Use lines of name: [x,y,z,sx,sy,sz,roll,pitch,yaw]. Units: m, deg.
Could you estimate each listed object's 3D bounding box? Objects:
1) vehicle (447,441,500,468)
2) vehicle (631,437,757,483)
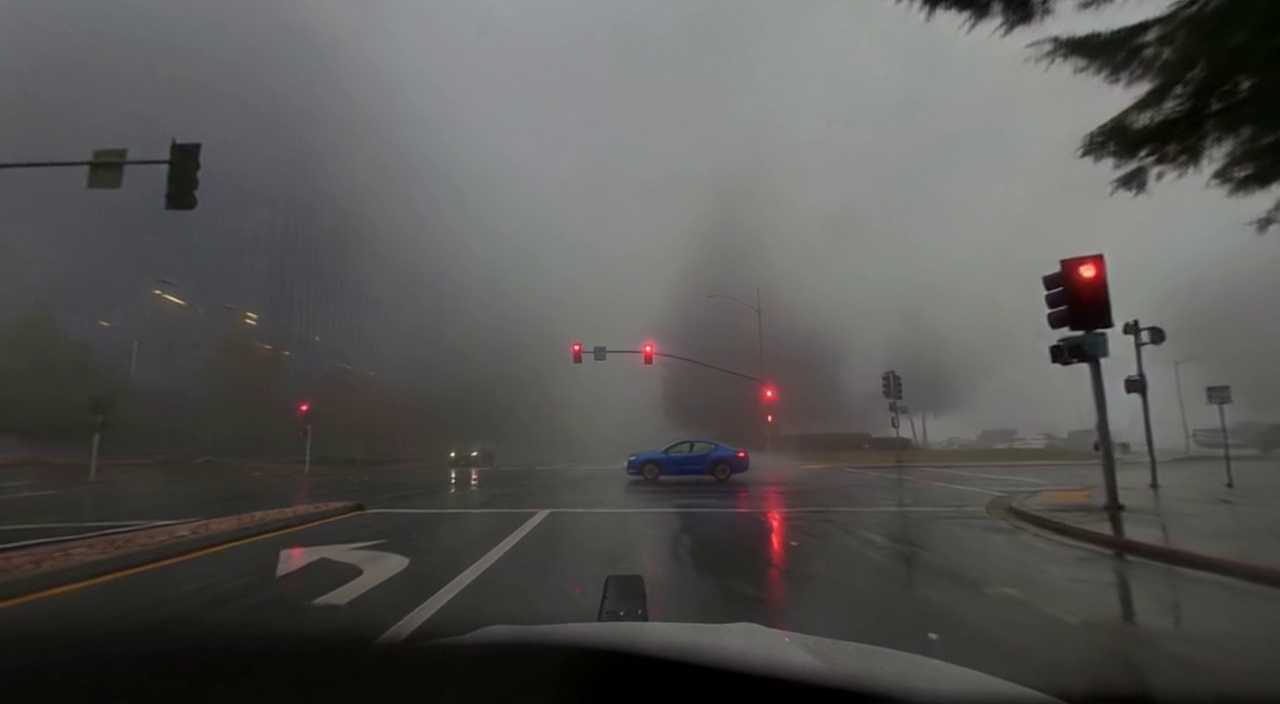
vehicle: [-11.478,7.098,43.686,2.069,1.771,4.947,0,-9,3]
vehicle: [1.962,4.027,23.592,4.218,1.572,2.065,2,-9,-15]
